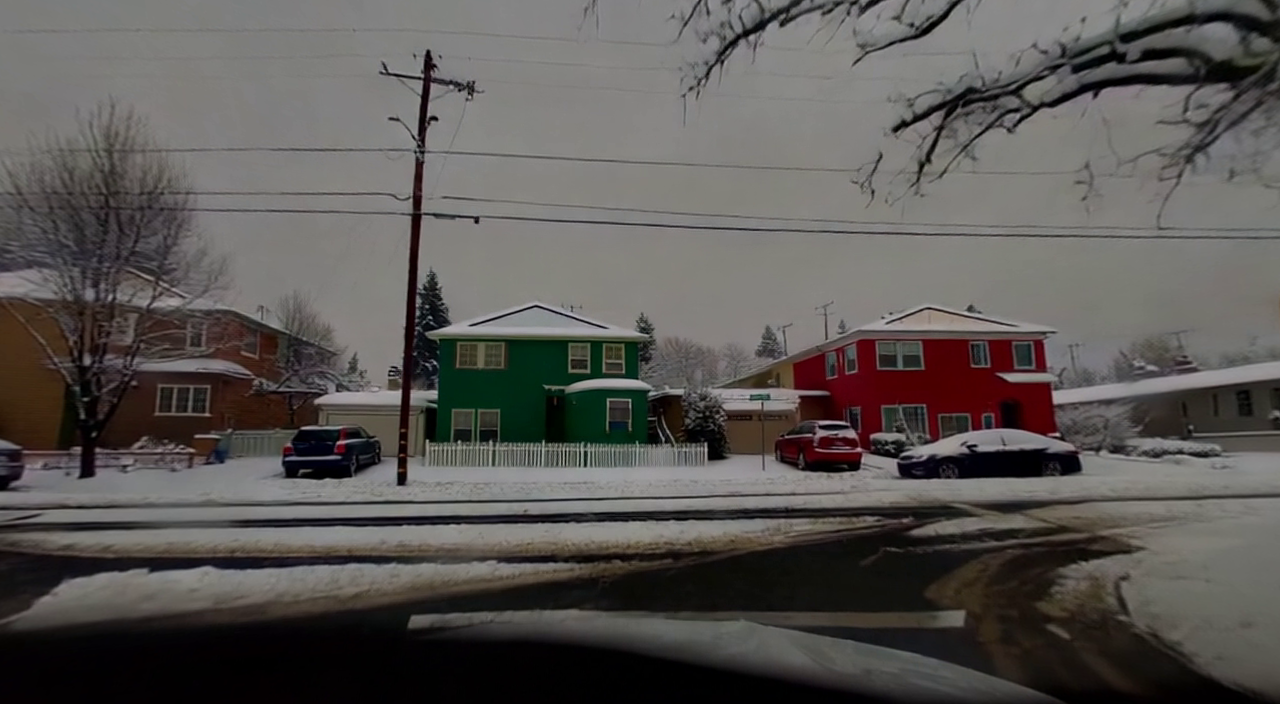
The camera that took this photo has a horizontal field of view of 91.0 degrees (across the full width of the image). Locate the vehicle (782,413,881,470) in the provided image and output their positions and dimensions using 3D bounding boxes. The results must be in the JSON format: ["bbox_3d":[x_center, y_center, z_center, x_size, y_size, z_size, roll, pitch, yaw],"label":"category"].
[{"bbox_3d":[6.517,3.118,21.957,2.053,1.756,4.034,0,-8,-2],"label":"vehicle"}]

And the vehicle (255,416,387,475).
[{"bbox_3d":[-10.483,3.154,21.184,2.091,1.760,4.760,0,-9,-2],"label":"vehicle"}]

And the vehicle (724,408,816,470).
[{"bbox_3d":[4.336,2.958,21.801,2.081,1.891,4.367,0,-6,-2],"label":"vehicle"}]

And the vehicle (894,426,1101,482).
[{"bbox_3d":[10.009,2.902,17.929,4.644,1.482,1.997,0,-9,0],"label":"vehicle"}]
